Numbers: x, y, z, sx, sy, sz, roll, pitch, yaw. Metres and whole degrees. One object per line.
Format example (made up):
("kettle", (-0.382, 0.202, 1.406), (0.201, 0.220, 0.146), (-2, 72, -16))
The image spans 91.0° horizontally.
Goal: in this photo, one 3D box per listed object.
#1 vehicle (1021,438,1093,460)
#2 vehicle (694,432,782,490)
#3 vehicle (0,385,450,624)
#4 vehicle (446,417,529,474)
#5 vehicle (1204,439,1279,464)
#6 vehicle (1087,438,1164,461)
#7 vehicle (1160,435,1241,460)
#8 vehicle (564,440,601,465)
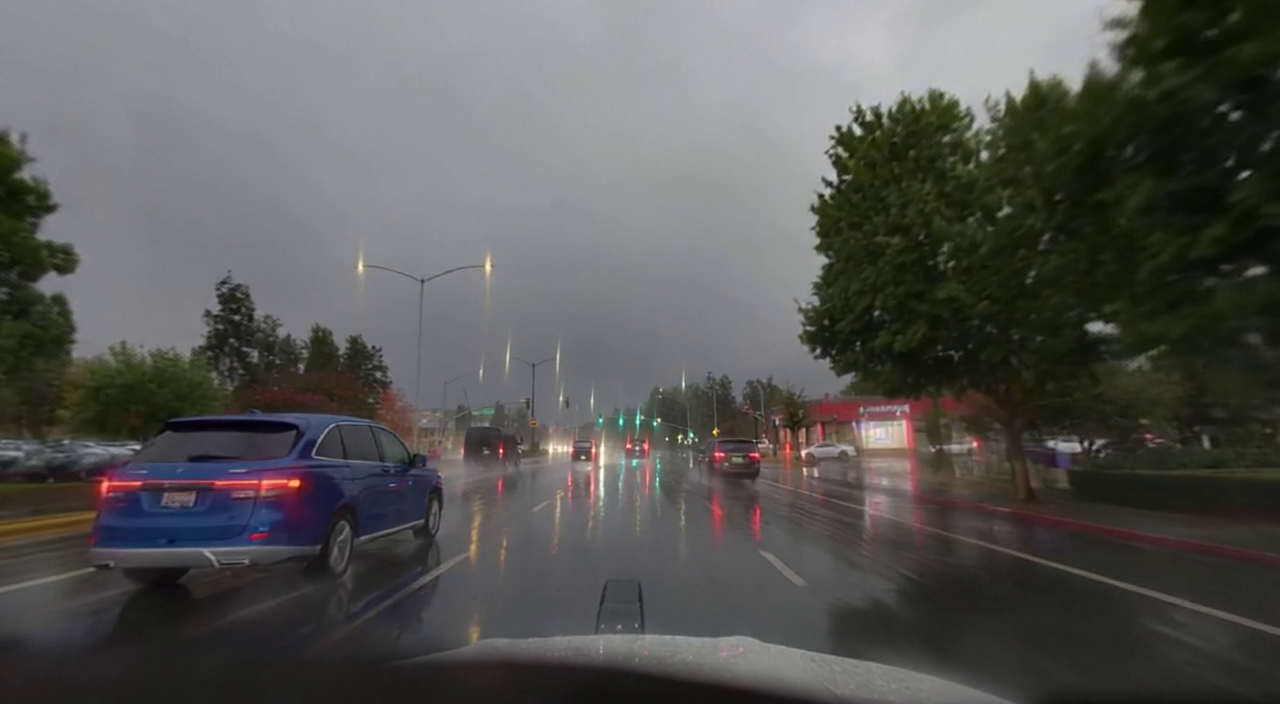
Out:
("vehicle", (28.109, 6.549, 42.579), (1.760, 1.431, 4.343), (1, -9, -2))
("vehicle", (3.307, 3.796, 22.273), (2.167, 1.792, 4.835), (1, -9, -2))
("vehicle", (-3.765, 1.442, 6.863), (2.038, 1.748, 4.303), (0, -9, 0))
("vehicle", (-7.706, 4.856, 32.679), (2.863, 2.592, 6.410), (1, -9, -2))
("vehicle", (43.228, 6.965, 44.243), (1.980, 1.596, 5.674), (0, -8, 1))
("vehicle", (33.226, 6.708, 43.241), (1.817, 1.503, 4.238), (0, -9, -1))
("vehicle", (38.152, 6.528, 42.961), (1.812, 1.641, 3.875), (1, -9, -3))
("vehicle", (-4.069, 7.157, 45.108), (2.133, 1.677, 4.727), (0, -9, 0))
